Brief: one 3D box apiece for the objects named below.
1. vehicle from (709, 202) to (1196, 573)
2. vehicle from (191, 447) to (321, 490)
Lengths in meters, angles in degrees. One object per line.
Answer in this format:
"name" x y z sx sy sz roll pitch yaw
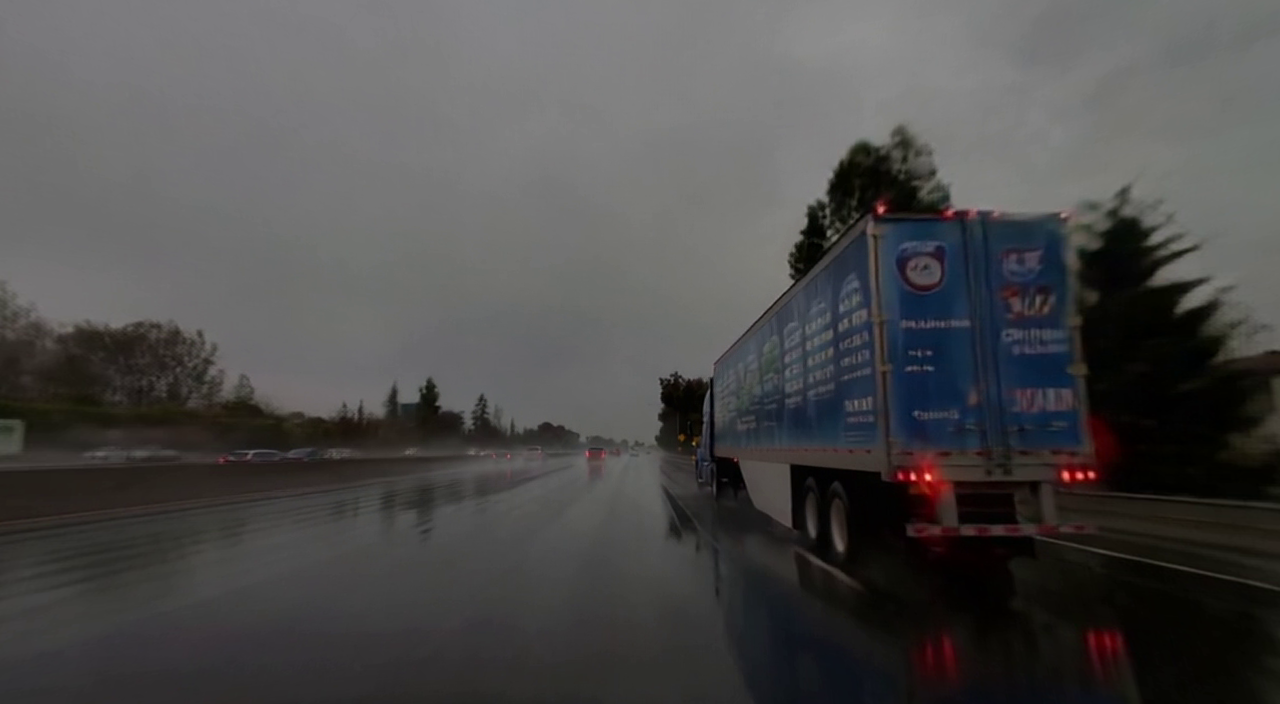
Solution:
"vehicle" 4.203 1.468 14.685 3.140 4.100 15.551 0 -9 -1
"vehicle" -14.496 4.378 24.243 1.982 1.471 4.747 0 -9 0
